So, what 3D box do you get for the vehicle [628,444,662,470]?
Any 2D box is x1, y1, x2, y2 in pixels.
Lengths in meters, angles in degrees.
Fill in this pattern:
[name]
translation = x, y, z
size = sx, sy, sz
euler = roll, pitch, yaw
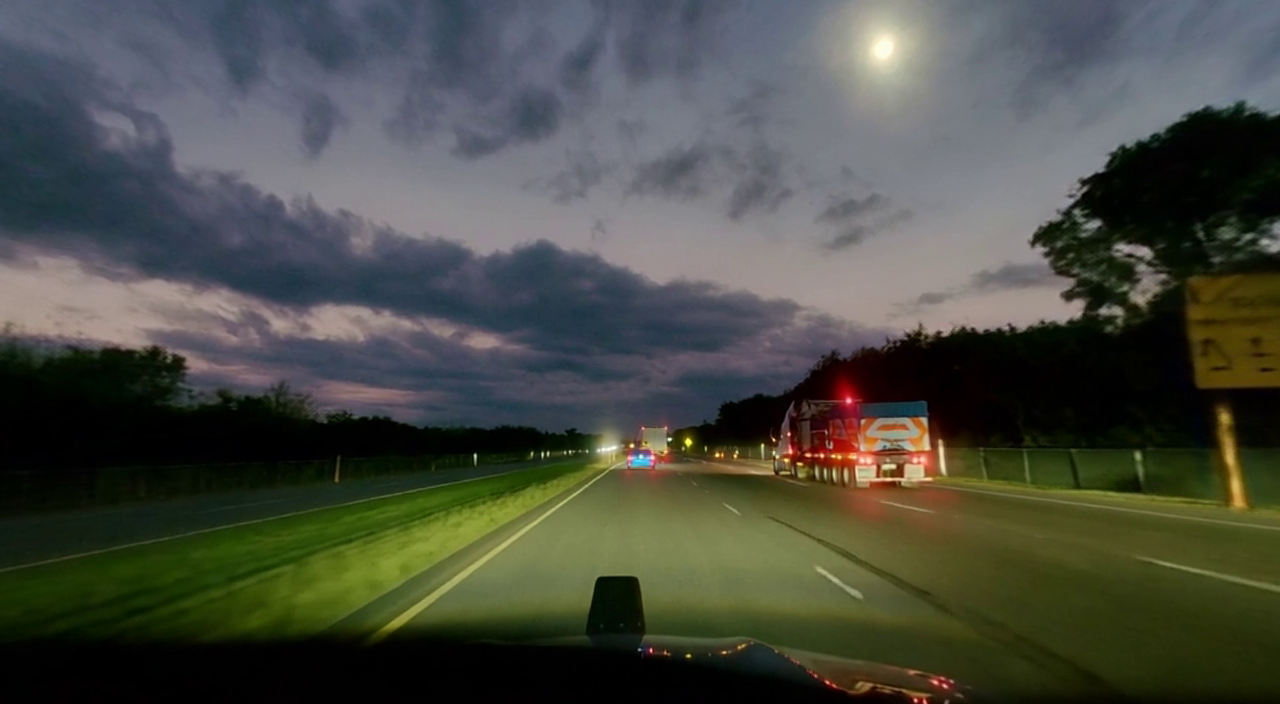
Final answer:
[vehicle]
translation = 0.300, 6.655, 40.105
size = 2.065, 1.573, 3.734
euler = 0, -9, -1
